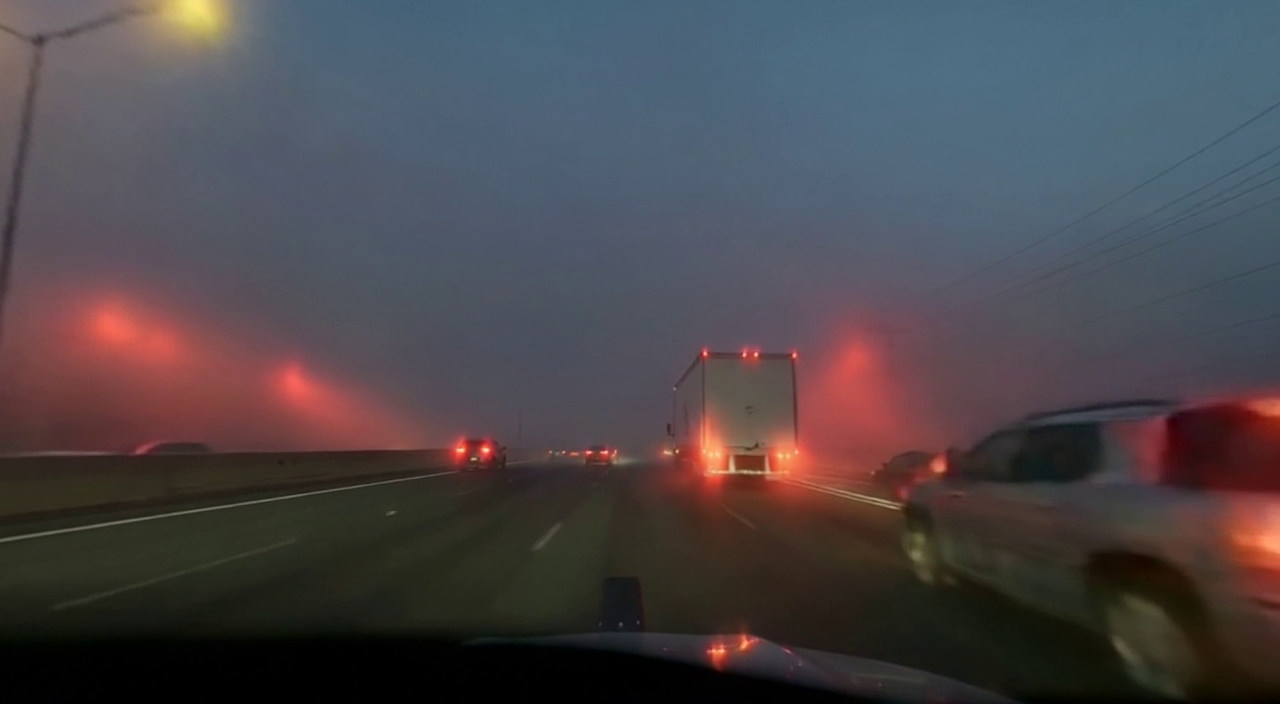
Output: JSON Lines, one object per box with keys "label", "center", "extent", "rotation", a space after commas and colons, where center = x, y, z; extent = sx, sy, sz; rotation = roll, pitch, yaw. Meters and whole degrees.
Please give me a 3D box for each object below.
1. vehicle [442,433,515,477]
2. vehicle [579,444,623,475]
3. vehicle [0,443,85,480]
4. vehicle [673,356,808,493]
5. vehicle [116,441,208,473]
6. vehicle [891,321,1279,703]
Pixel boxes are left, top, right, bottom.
{"label": "vehicle", "center": [-7.297, 4.704, 28.998], "extent": [2.147, 1.825, 4.602], "rotation": [0, -9, 0]}
{"label": "vehicle", "center": [-2.056, 5.789, 34.134], "extent": [2.060, 1.508, 4.308], "rotation": [0, -9, 1]}
{"label": "vehicle", "center": [-26.166, 4.618, 26.856], "extent": [1.613, 1.449, 3.631], "rotation": [0, -9, 0]}
{"label": "vehicle", "center": [3.177, 2.931, 23.956], "extent": [3.045, 3.923, 11.834], "rotation": [0, -9, -1]}
{"label": "vehicle", "center": [-22.865, 5.021, 30.303], "extent": [1.583, 1.457, 3.580], "rotation": [0, -9, 0]}
{"label": "vehicle", "center": [3.492, 0.952, 3.470], "extent": [2.182, 1.782, 4.800], "rotation": [0, -9, -1]}
